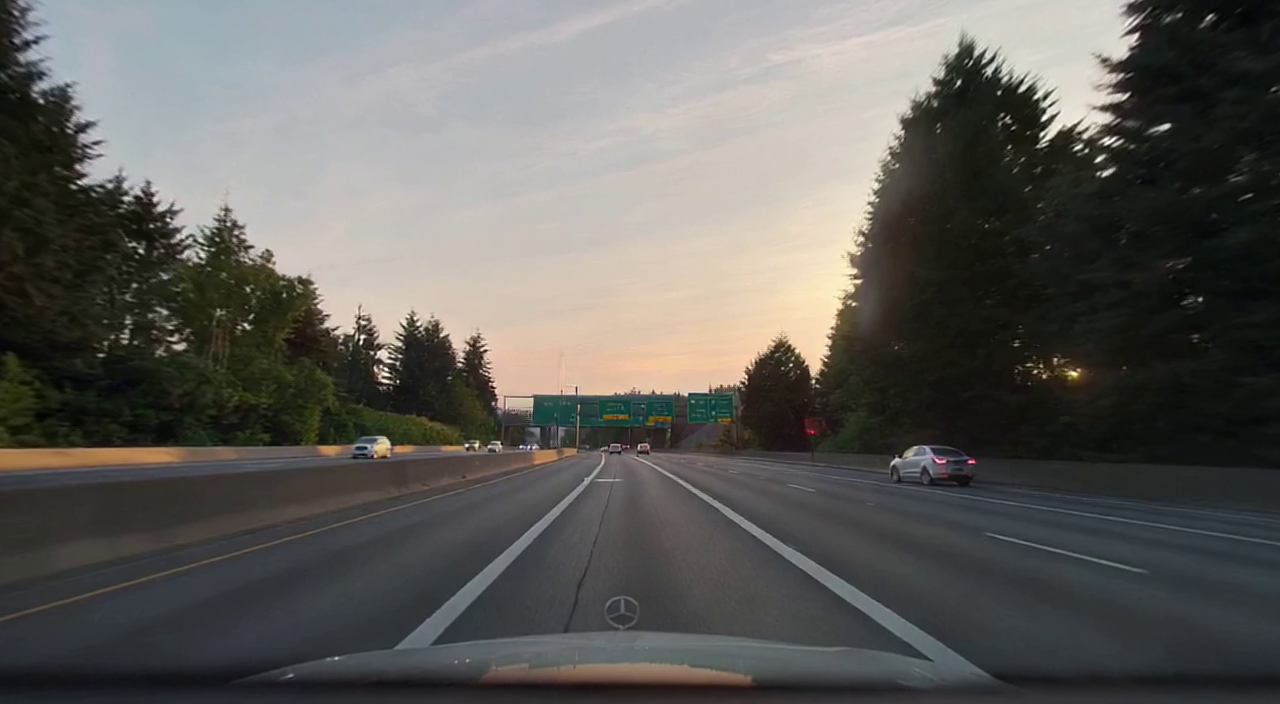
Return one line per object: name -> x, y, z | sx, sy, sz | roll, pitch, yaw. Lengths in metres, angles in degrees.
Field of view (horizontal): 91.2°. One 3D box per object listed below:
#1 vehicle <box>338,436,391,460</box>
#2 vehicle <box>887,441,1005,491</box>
vehicle -> -17.883, 6.262, 40.830 | 1.750, 1.484, 3.830 | 0, -9, -1
vehicle -> 9.914, 3.698, 20.645 | 1.853, 1.463, 3.780 | 0, -9, -2
